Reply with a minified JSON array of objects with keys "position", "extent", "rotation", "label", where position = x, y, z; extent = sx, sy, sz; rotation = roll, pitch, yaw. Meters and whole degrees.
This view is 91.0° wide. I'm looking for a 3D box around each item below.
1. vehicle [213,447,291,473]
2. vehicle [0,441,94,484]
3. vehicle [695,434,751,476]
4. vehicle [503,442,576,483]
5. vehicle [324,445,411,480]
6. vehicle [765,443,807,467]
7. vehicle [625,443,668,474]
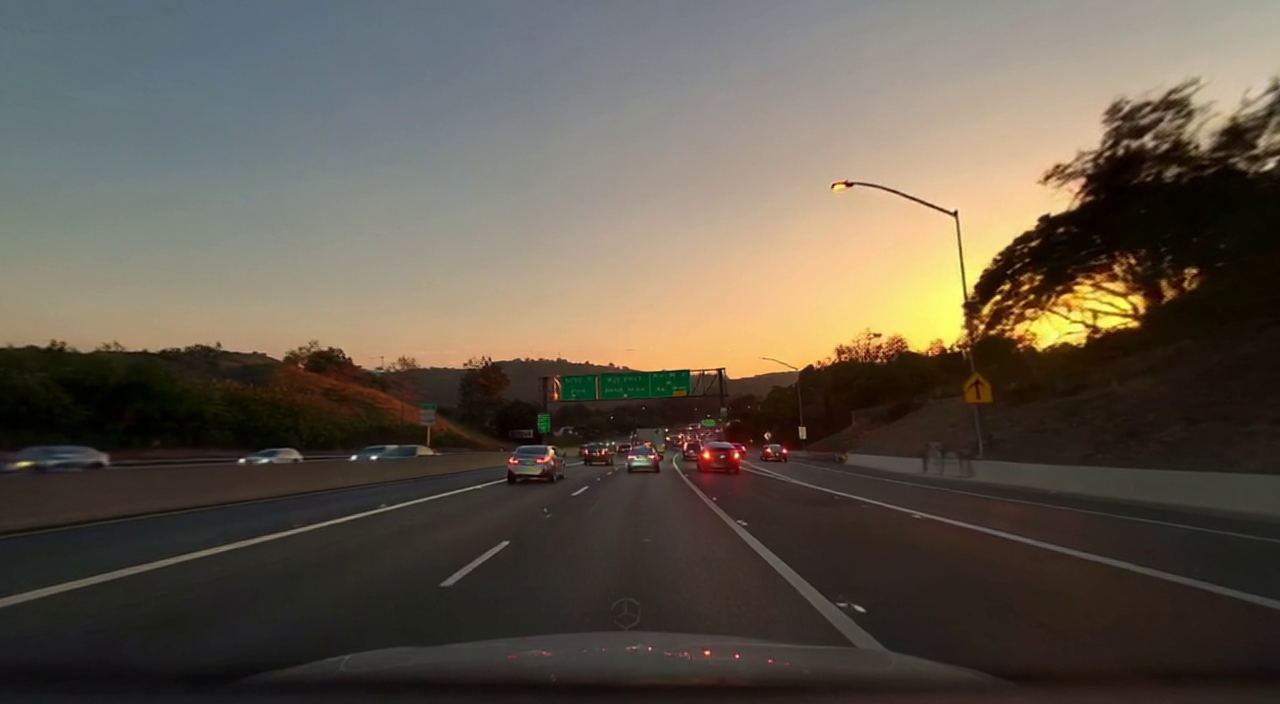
[{"position":[-23.549,6.573,38.459],"extent":[1.856,1.497,4.453],"rotation":[0,-9,1],"label":"vehicle"},{"position":[-26.258,4.630,26.626],"extent":[1.941,1.685,4.713],"rotation":[0,-9,2],"label":"vehicle"},{"position":[3.738,4.725,29.032],"extent":[2.045,1.768,4.249],"rotation":[0,-9,0],"label":"vehicle"},{"position":[-3.887,4.369,25.202],"extent":[1.996,1.488,4.451],"rotation":[0,-9,2],"label":"vehicle"},{"position":[-12.830,5.215,29.981],"extent":[1.962,1.520,4.617],"rotation":[0,-9,2],"label":"vehicle"},{"position":[9.606,6.819,41.772],"extent":[1.971,1.464,4.357],"rotation":[0,-9,3],"label":"vehicle"},{"position":[0.362,5.430,32.321],"extent":[2.071,1.478,4.130],"rotation":[0,-9,1],"label":"vehicle"}]
